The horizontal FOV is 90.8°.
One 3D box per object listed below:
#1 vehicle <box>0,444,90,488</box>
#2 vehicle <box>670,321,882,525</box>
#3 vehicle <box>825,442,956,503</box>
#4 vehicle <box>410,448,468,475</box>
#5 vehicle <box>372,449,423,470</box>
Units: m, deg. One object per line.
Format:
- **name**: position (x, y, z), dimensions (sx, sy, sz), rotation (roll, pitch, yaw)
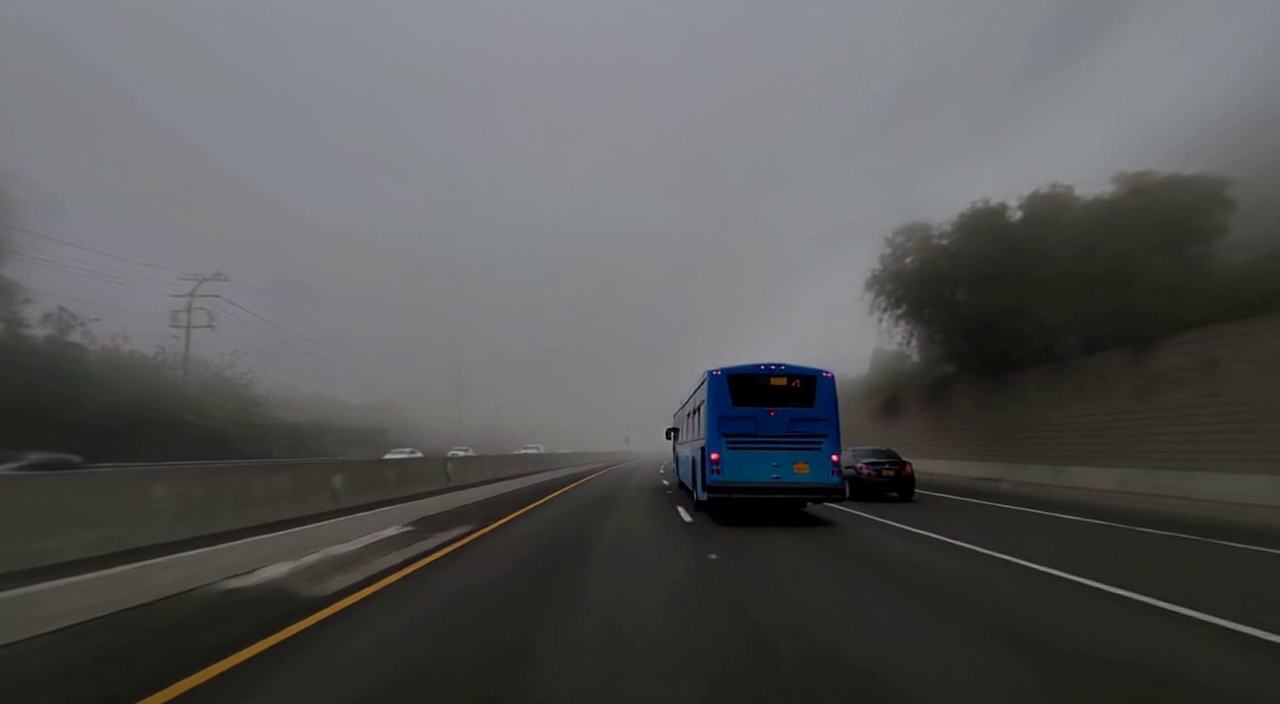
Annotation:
- **vehicle**: position (-26.090, 4.731, 26.435), dimensions (1.926, 1.706, 4.607), rotation (0, -9, 1)
- **vehicle**: position (2.695, 2.293, 18.349), dimensions (3.144, 3.580, 14.591), rotation (0, -9, 1)
- **vehicle**: position (7.096, 3.411, 18.501), dimensions (2.047, 1.479, 4.593), rotation (-2, -8, 2)
- **vehicle**: position (-11.551, 6.306, 36.611), dimensions (1.826, 1.446, 4.234), rotation (0, -9, 2)
- **vehicle**: position (-18.148, 8.044, 47.467), dimensions (1.900, 1.479, 4.436), rotation (0, -9, 2)
